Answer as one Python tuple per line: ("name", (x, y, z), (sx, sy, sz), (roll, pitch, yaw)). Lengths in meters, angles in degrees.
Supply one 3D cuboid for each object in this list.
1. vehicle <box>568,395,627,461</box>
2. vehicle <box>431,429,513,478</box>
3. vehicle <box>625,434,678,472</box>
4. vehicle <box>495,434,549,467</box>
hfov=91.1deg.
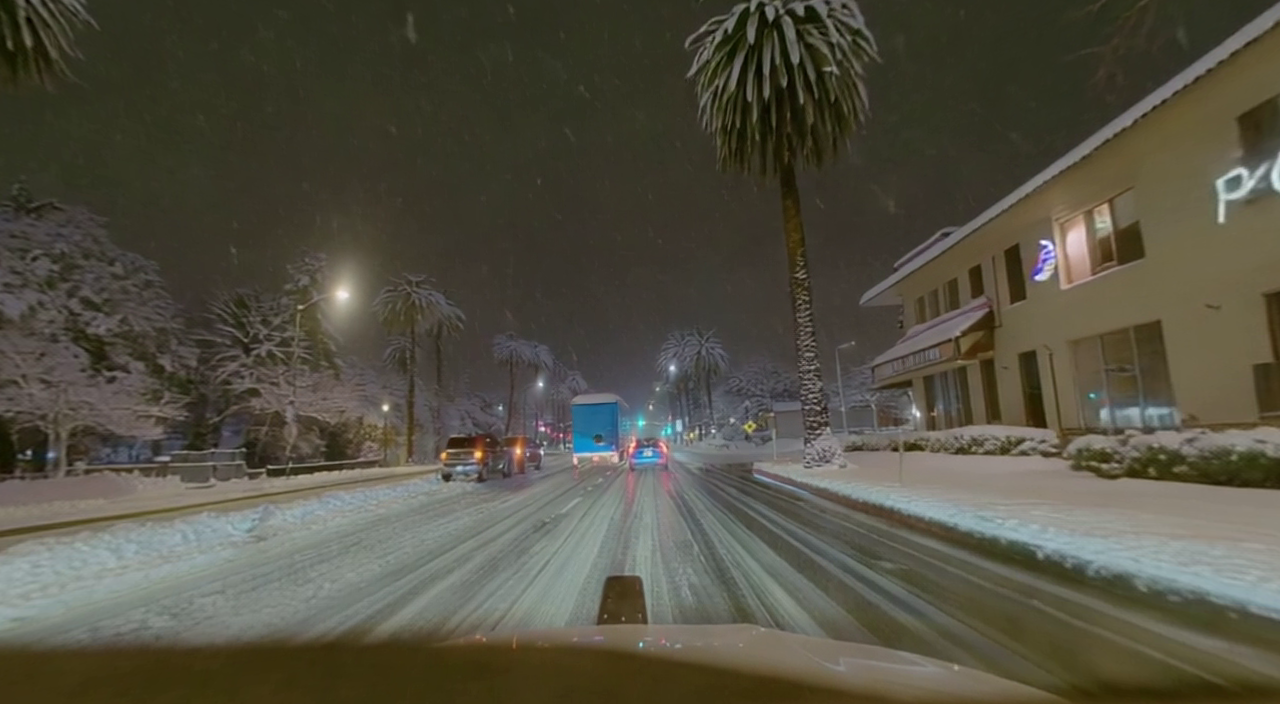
("vehicle", (-2.614, 5.404, 43.285), (2.992, 3.949, 11.815), (0, -9, 1))
("vehicle", (-6.845, 4.180, 26.057), (2.014, 1.830, 4.281), (0, -9, 3))
("vehicle", (0.492, 4.346, 27.240), (2.144, 1.514, 4.063), (0, -9, 1))
("vehicle", (-6.621, 5.577, 35.777), (2.143, 1.736, 4.648), (0, -9, 1))
